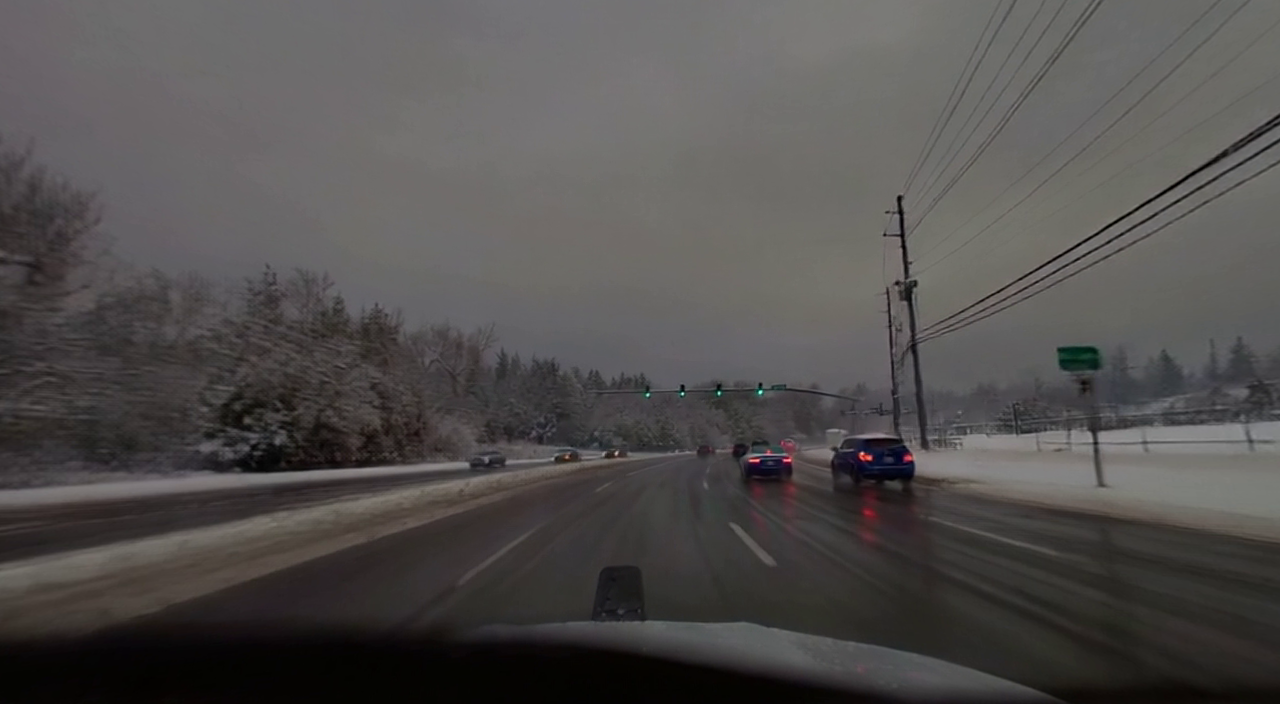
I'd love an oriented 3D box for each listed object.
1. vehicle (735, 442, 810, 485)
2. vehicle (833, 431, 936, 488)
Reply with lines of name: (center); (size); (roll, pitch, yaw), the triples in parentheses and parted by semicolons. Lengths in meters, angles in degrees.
vehicle: (4.901, 4.166, 23.970); (2.035, 1.460, 4.392); (-1, -9, 2)
vehicle: (8.487, 3.788, 22.430); (2.029, 1.795, 4.371); (-1, -9, 2)
